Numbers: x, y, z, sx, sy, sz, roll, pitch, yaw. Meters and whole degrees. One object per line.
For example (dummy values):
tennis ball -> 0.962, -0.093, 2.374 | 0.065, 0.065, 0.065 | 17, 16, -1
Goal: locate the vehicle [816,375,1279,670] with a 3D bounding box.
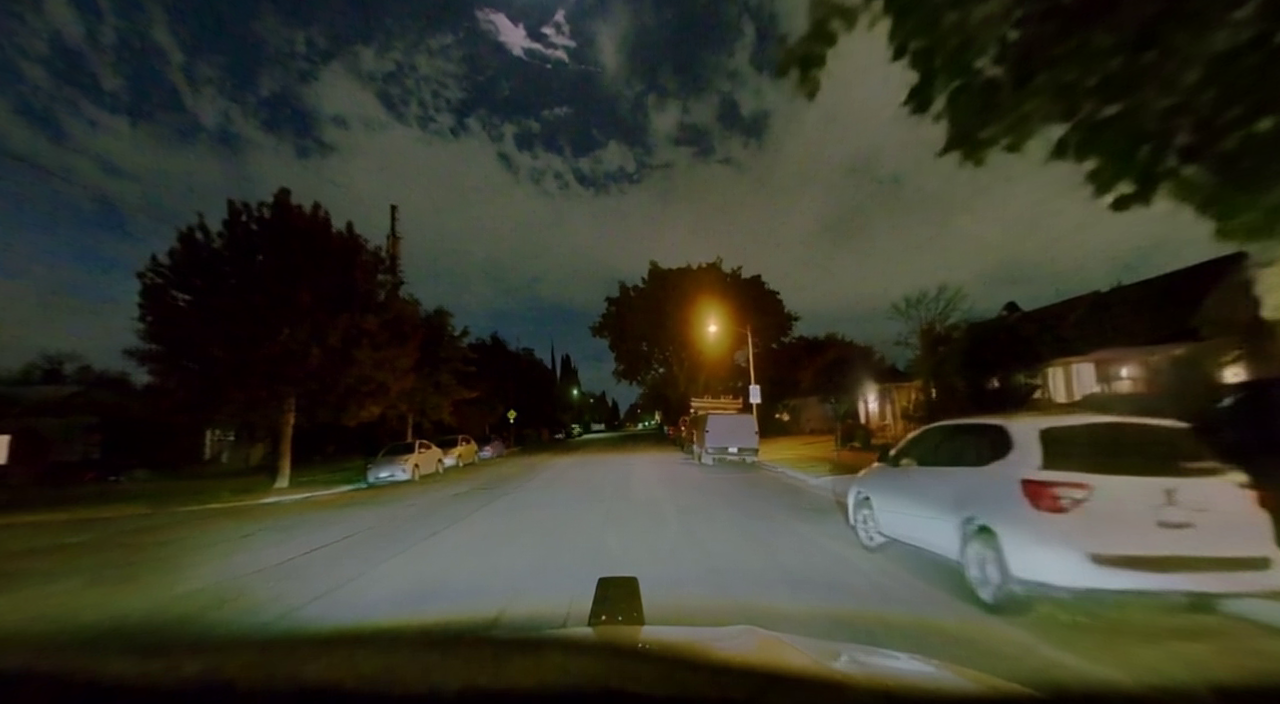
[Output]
vehicle -> 3.562, 1.338, 6.173 | 2.079, 1.681, 4.933 | 0, -8, -2

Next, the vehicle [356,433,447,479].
vehicle -> -8.423, 3.704, 22.707 | 1.821, 1.476, 4.060 | 0, -8, -3

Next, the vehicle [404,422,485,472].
vehicle -> -8.594, 4.181, 28.214 | 2.163, 1.841, 4.679 | -6, -7, -2

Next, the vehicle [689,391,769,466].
vehicle -> 3.056, 2.785, 22.588 | 2.233, 2.453, 3.787 | 0, -8, -1
